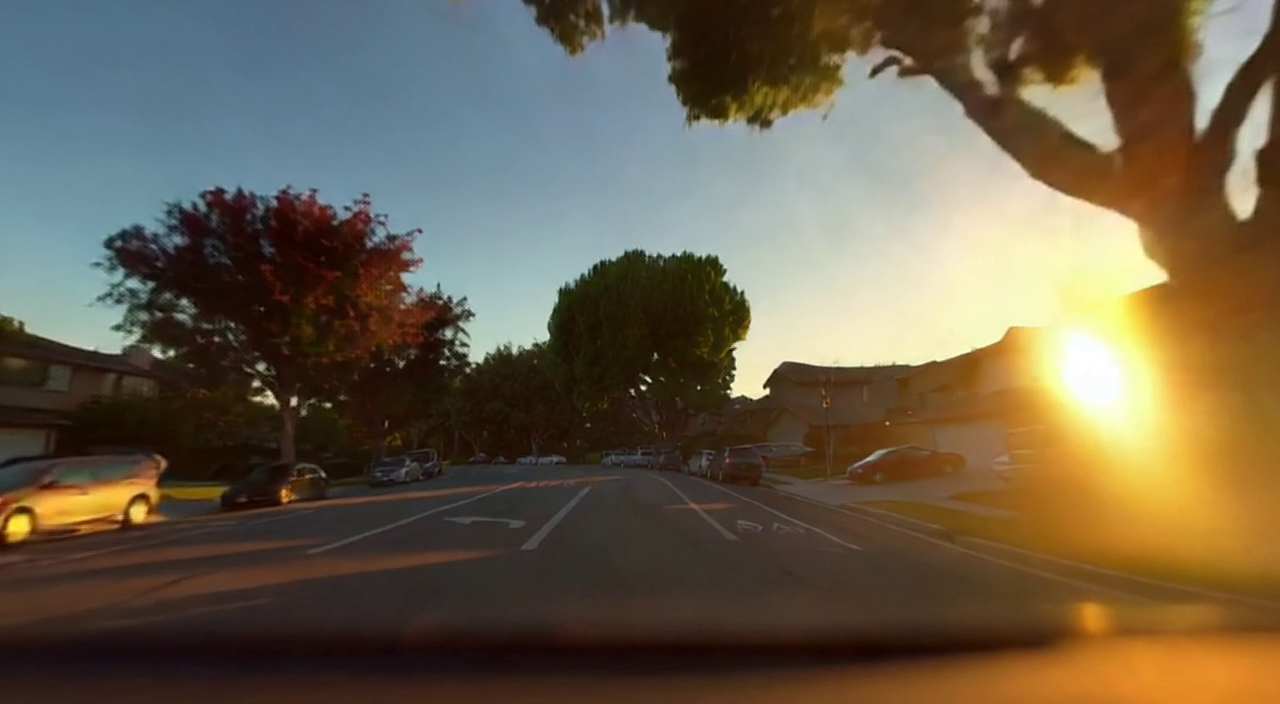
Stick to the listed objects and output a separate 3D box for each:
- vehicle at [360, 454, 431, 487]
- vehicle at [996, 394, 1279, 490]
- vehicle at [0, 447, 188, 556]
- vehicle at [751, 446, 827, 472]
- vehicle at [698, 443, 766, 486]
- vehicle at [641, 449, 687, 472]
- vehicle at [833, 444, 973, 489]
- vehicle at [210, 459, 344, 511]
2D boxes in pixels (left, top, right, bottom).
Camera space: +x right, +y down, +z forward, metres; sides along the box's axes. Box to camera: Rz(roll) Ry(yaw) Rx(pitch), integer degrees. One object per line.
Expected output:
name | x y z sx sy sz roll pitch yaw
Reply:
vehicle | -12.261 5.967 32.074 2.012 1.478 4.661 1 -9 -4
vehicle | 12.805 2.377 15.918 6.244 2.050 2.209 -9 -13 37
vehicle | -11.553 2.768 12.381 2.037 1.755 4.434 1 -9 0
vehicle | 9.226 6.649 39.337 4.158 1.521 1.921 2 -9 -6
vehicle | 4.202 5.217 29.622 2.184 1.770 4.651 2 -9 -4
vehicle | 1.751 8.216 48.202 2.367 1.614 4.463 3 -9 -14
vehicle | 10.067 4.394 24.416 4.512 1.477 1.927 -2 -9 -4
vehicle | -11.672 4.266 20.730 1.948 1.410 4.361 1 -9 -3
